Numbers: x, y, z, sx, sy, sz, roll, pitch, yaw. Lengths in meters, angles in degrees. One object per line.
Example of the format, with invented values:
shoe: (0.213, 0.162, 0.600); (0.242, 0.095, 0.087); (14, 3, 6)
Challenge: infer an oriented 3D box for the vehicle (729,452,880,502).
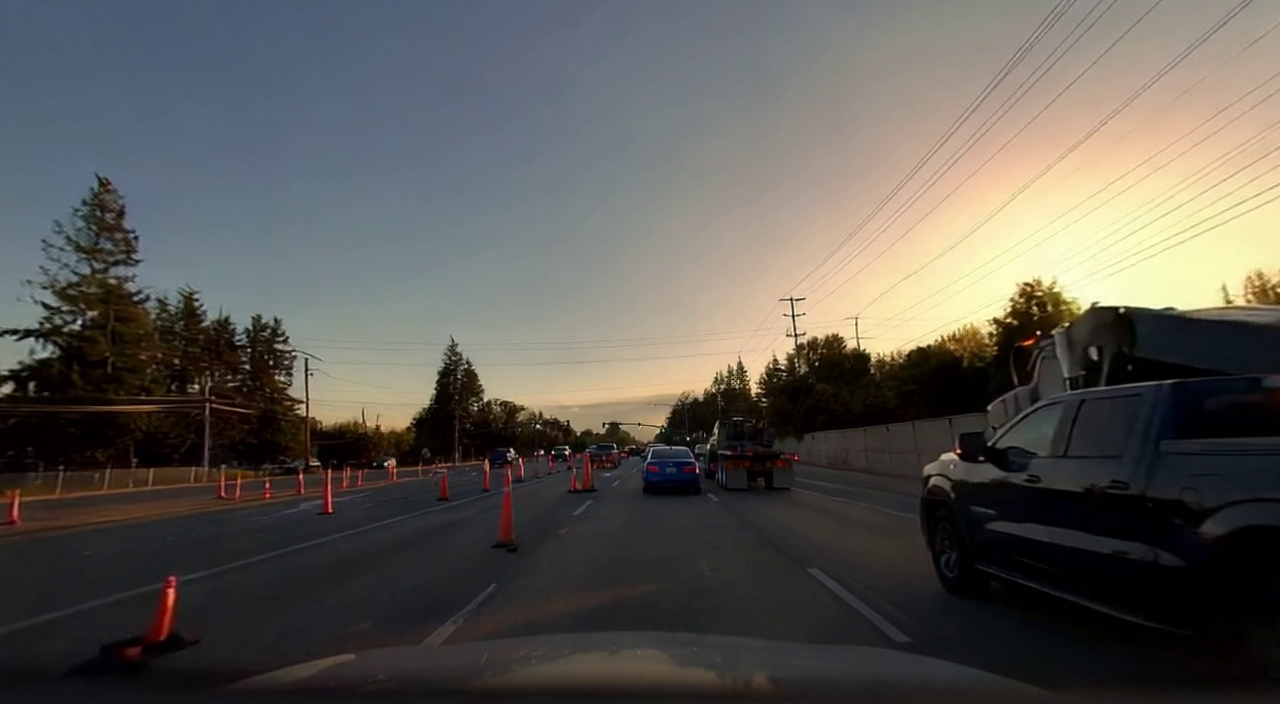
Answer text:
vehicle: (4.930, 3.949, 20.648); (2.554, 1.217, 7.611); (1, -8, -3)

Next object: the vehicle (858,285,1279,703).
vehicle: (3.790, 0.976, 3.980); (2.555, 2.017, 6.201); (0, -9, 0)

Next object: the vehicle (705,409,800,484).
vehicle: (4.686, 4.139, 27.723); (2.953, 2.907, 6.339); (0, -8, 0)

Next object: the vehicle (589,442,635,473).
vehicle: (-1.604, 6.259, 37.657); (1.989, 1.729, 4.184); (-1, -9, 8)

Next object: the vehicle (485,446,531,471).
vehicle: (-8.511, 6.933, 41.207); (2.018, 1.490, 4.926); (0, -8, -1)

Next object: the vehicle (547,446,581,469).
vehicle: (-5.491, 7.637, 45.939); (1.999, 1.538, 4.325); (0, -8, 0)

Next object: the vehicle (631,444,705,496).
vehicle: (0.798, 3.703, 20.248); (2.128, 1.473, 4.272); (0, -8, 0)
